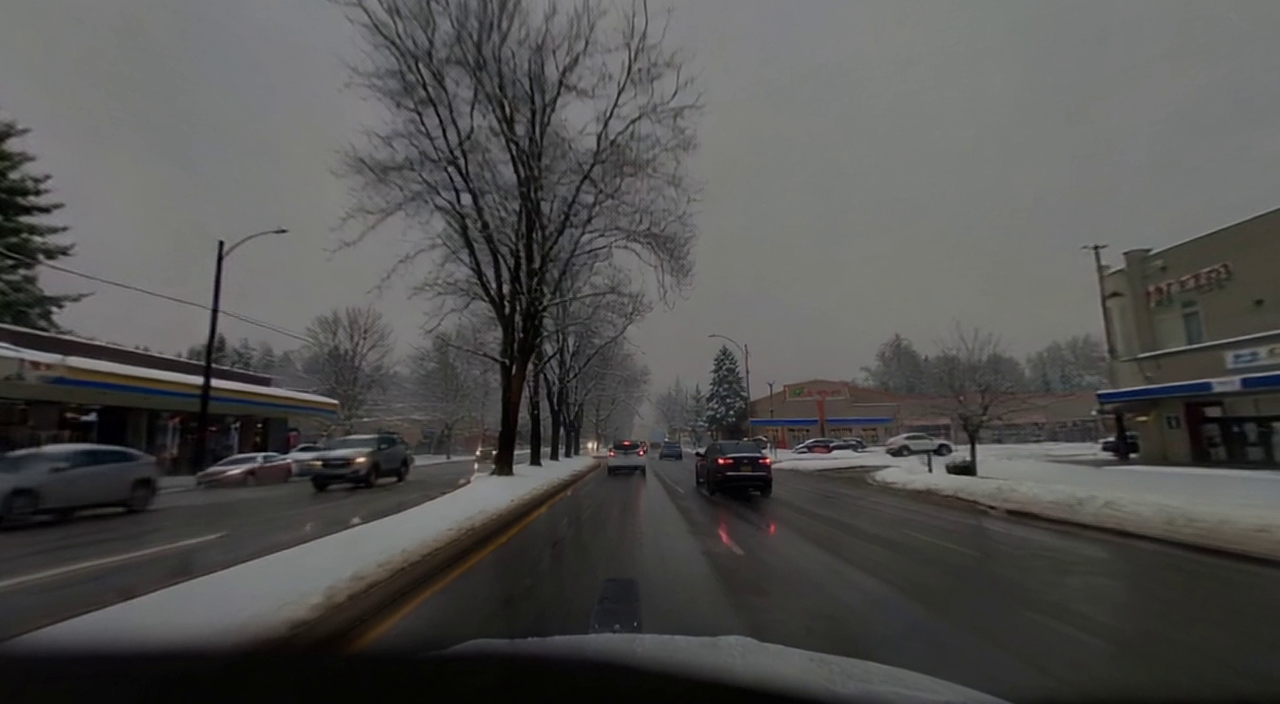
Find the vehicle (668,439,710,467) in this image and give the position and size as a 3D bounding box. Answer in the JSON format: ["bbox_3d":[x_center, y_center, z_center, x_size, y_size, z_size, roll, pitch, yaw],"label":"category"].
[{"bbox_3d":[2.825,5.944,37.313,2.098,1.527,3.966,0,-8,-2],"label":"vehicle"}]

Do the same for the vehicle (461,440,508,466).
[{"bbox_3d":[-11.365,7.407,46.591,2.233,1.799,4.700,0,-8,0],"label":"vehicle"}]

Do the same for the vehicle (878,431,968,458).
[{"bbox_3d":[18.981,6.223,42.573,4.948,1.733,2.296,0,-8,-2],"label":"vehicle"}]

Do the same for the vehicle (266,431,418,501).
[{"bbox_3d":[-8.323,3.211,18.246,2.273,1.748,4.379,0,-8,-1],"label":"vehicle"}]

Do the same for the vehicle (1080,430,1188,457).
[{"bbox_3d":[27.823,5.171,35.714,4.478,1.450,1.968,0,-8,-3],"label":"vehicle"}]

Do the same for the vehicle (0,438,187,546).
[{"bbox_3d":[-11.113,2.491,11.900,1.997,1.677,4.327,0,-8,-1],"label":"vehicle"}]

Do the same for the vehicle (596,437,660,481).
[{"bbox_3d":[-0.463,4.071,24.351,2.232,1.508,4.319,0,-8,-1],"label":"vehicle"}]

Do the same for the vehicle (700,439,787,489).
[{"bbox_3d":[3.298,3.647,21.025,2.060,1.471,4.168,0,-8,-2],"label":"vehicle"}]
